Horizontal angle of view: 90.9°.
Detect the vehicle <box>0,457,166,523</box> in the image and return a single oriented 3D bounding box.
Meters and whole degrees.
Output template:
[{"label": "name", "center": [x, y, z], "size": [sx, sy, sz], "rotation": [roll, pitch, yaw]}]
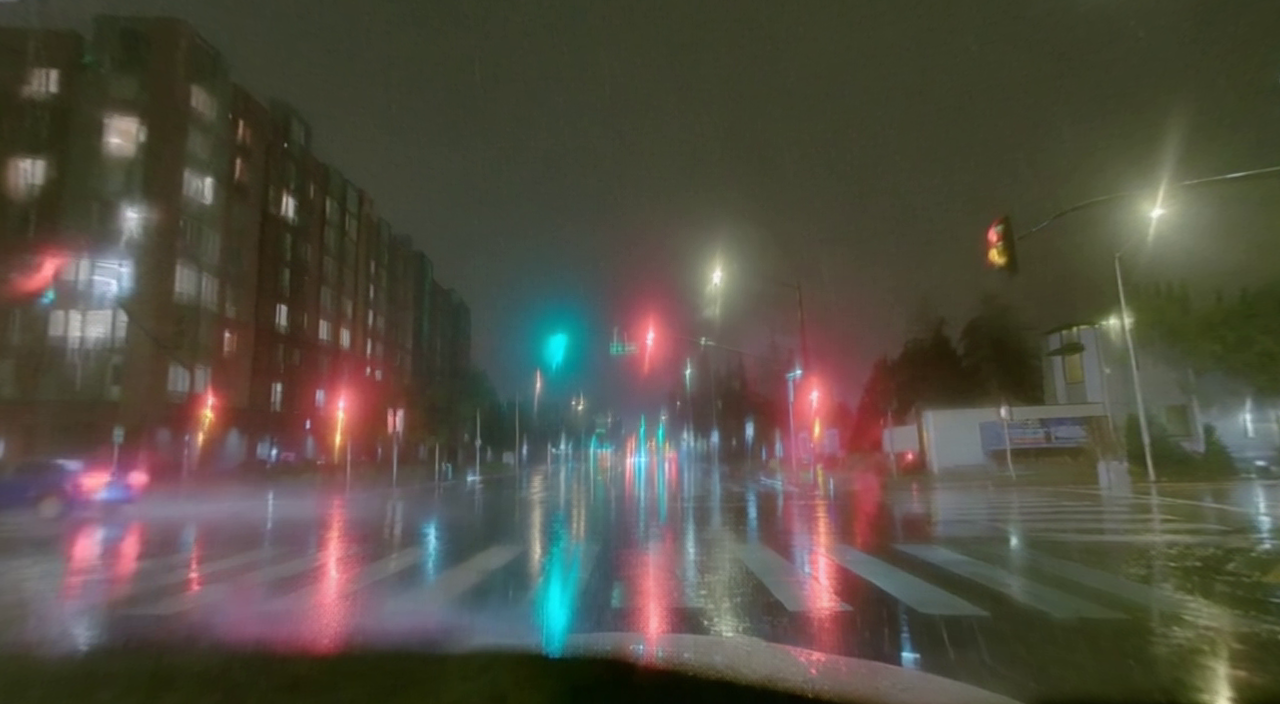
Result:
[{"label": "vehicle", "center": [-15.246, 3.459, 15.993], "size": [4.847, 1.484, 1.926], "rotation": [0, -8, 1]}]
